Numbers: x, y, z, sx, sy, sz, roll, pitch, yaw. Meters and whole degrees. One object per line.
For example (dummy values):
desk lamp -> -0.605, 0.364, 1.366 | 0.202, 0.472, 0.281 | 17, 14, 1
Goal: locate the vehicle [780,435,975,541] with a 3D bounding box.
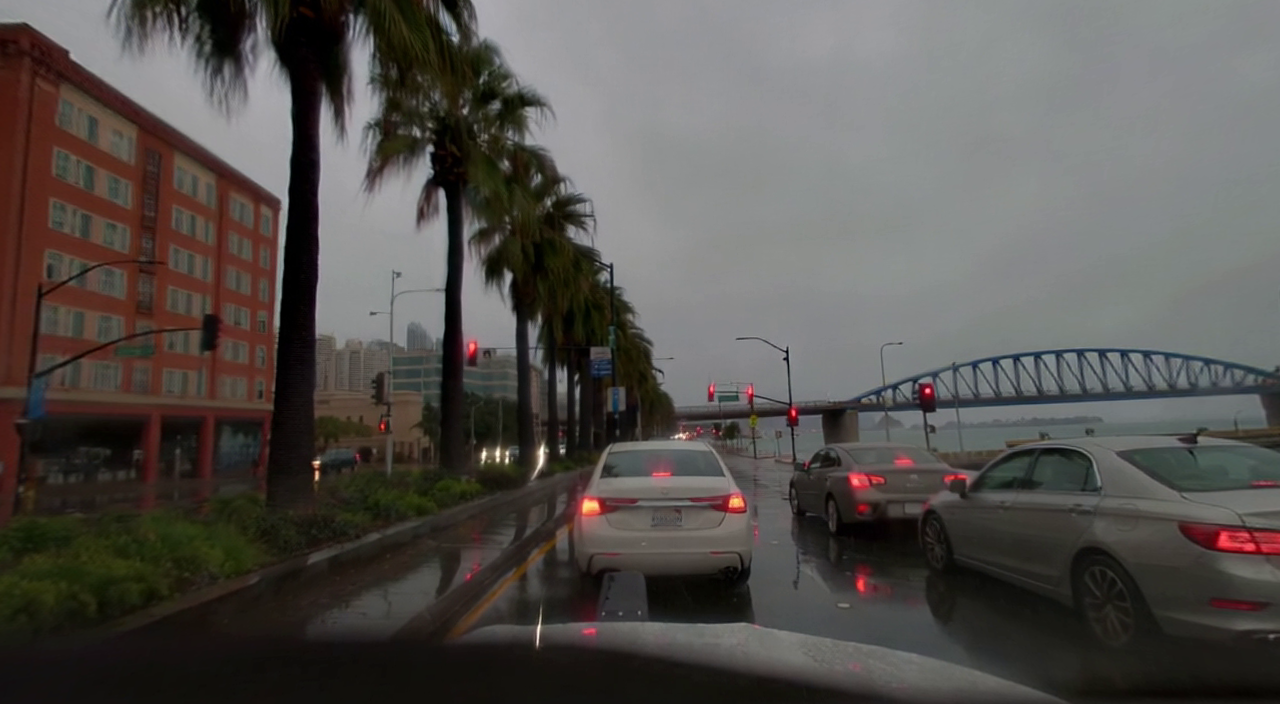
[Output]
vehicle -> 3.891, 2.288, 11.299 | 1.920, 1.490, 4.417 | -1, -9, 3

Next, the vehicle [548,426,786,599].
vehicle -> 0.265, 1.697, 7.473 | 2.093, 1.503, 3.681 | 0, -9, 1

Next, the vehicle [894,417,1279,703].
vehicle -> 3.914, 1.363, 5.078 | 1.913, 1.469, 4.425 | 0, -9, 1
